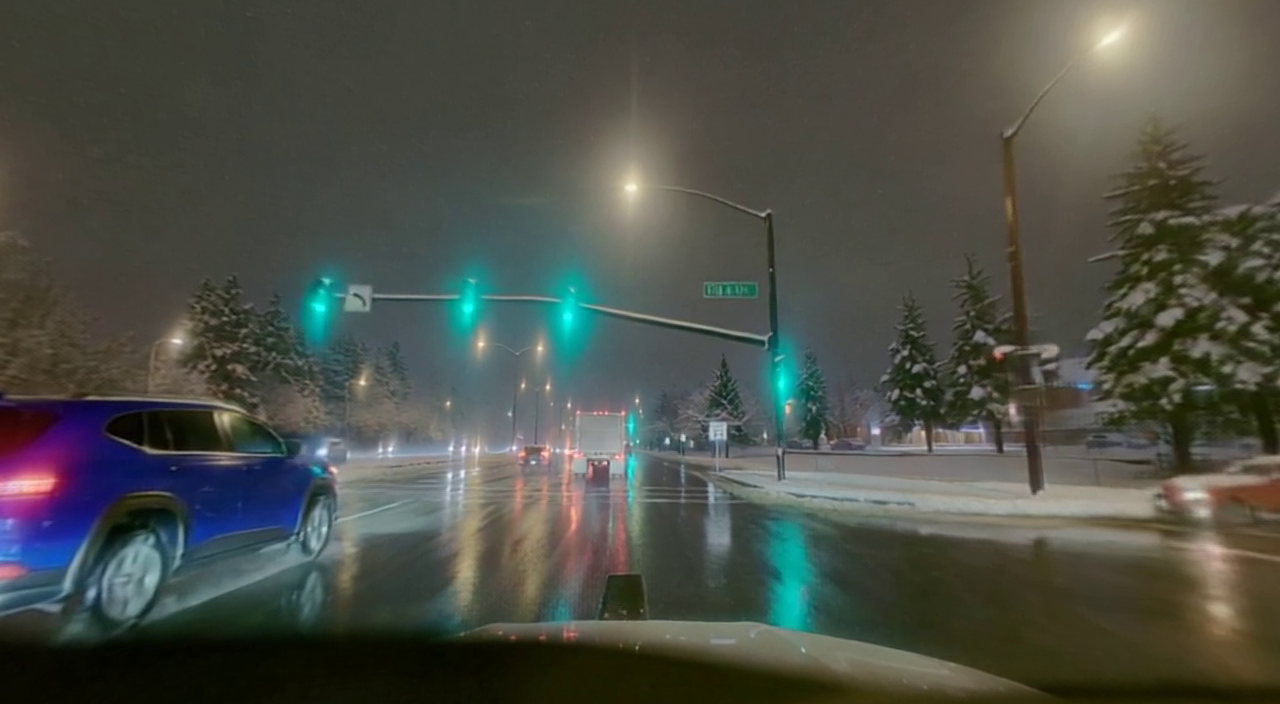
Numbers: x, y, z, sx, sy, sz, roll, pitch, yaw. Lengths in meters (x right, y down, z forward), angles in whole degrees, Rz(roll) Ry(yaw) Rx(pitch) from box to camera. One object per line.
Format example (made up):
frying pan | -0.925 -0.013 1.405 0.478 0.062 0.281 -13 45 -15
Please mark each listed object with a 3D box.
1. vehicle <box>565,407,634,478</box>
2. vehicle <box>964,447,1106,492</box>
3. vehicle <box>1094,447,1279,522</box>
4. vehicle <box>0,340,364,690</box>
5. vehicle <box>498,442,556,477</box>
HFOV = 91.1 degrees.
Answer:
vehicle | -1.816 4.438 30.619 2.993 3.051 6.692 0 -8 -1
vehicle | 16.576 4.875 26.457 4.720 1.685 2.140 -7 -11 38
vehicle | 13.525 2.936 14.254 4.807 1.530 2.066 0 -8 -2
vehicle | -4.530 1.168 5.382 2.178 1.826 4.933 0 -8 -2
vehicle | -5.130 4.945 29.070 2.023 1.483 4.143 0 -8 -2
